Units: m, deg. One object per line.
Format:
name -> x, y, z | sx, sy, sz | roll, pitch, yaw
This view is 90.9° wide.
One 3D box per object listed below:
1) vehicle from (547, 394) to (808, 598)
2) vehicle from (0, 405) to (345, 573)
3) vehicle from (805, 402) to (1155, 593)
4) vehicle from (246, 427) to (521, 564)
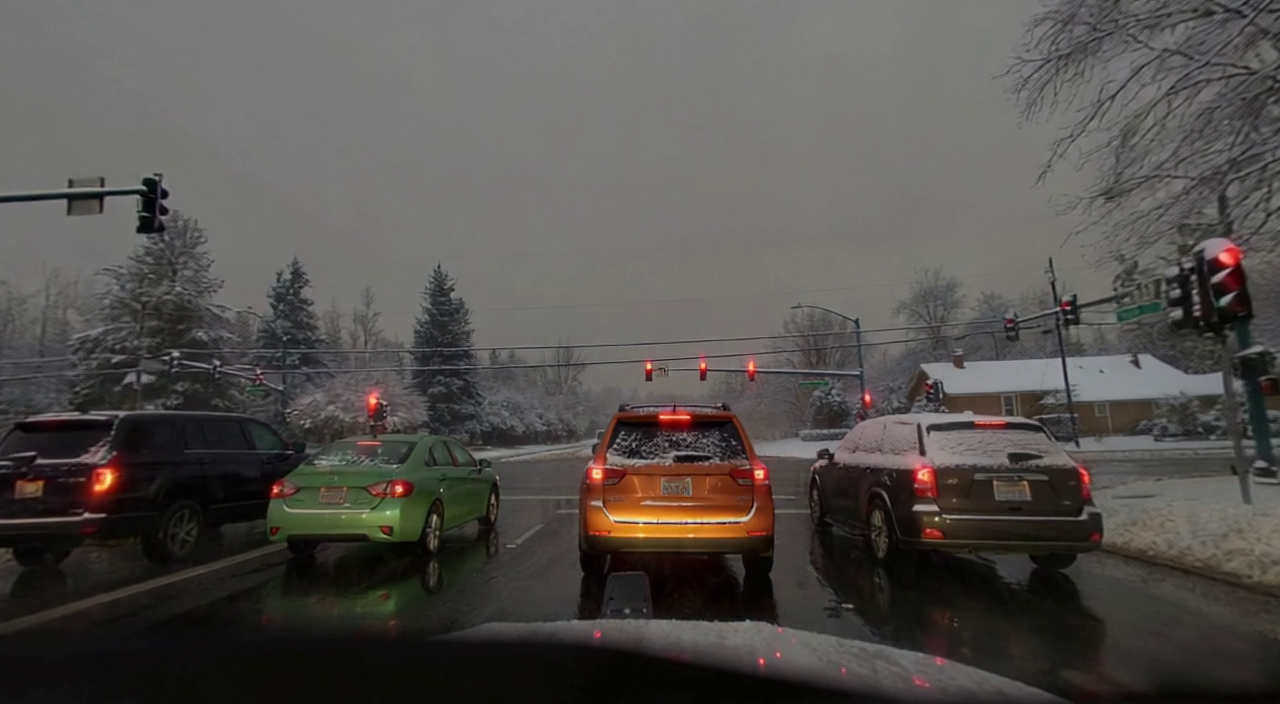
vehicle -> 0.398, 1.522, 7.499 | 2.198, 1.708, 4.170 | 0, -8, 2
vehicle -> -6.618, 1.827, 9.252 | 2.075, 1.796, 4.785 | 0, -8, 2
vehicle -> 3.531, 1.588, 7.747 | 2.047, 1.638, 4.395 | -1, -8, 4
vehicle -> -3.231, 1.887, 9.111 | 1.885, 1.475, 4.359 | -1, -8, 4
